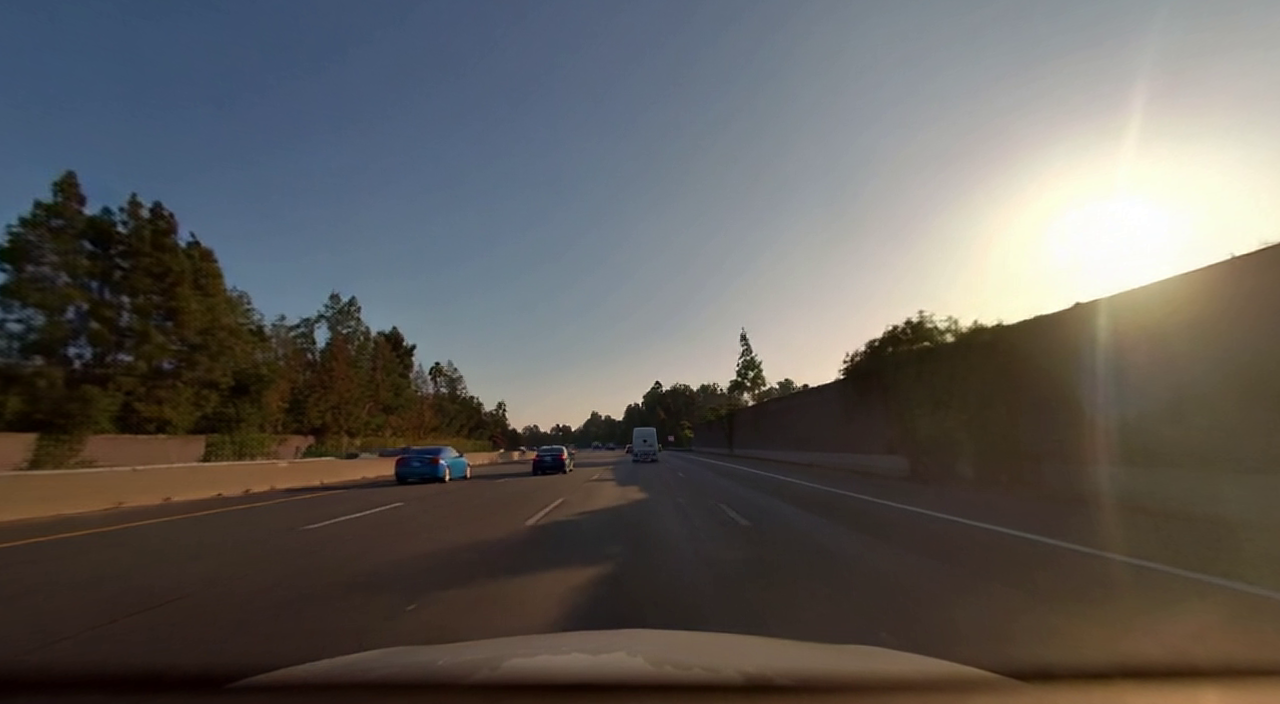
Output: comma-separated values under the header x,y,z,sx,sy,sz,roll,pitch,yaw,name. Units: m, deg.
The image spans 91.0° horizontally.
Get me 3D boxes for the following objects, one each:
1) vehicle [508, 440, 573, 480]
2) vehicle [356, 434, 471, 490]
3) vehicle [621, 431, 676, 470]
x,y,z,sx,sy,sz,roll,pitch,yaw,name
-4.054,4.456,26.304,2.000,1.512,4.371,0,-9,0,vehicle
-7.528,3.699,21.545,2.189,1.673,4.699,0,-9,0,vehicle
0.409,5.486,35.051,2.856,1.994,4.931,0,-9,-1,vehicle
